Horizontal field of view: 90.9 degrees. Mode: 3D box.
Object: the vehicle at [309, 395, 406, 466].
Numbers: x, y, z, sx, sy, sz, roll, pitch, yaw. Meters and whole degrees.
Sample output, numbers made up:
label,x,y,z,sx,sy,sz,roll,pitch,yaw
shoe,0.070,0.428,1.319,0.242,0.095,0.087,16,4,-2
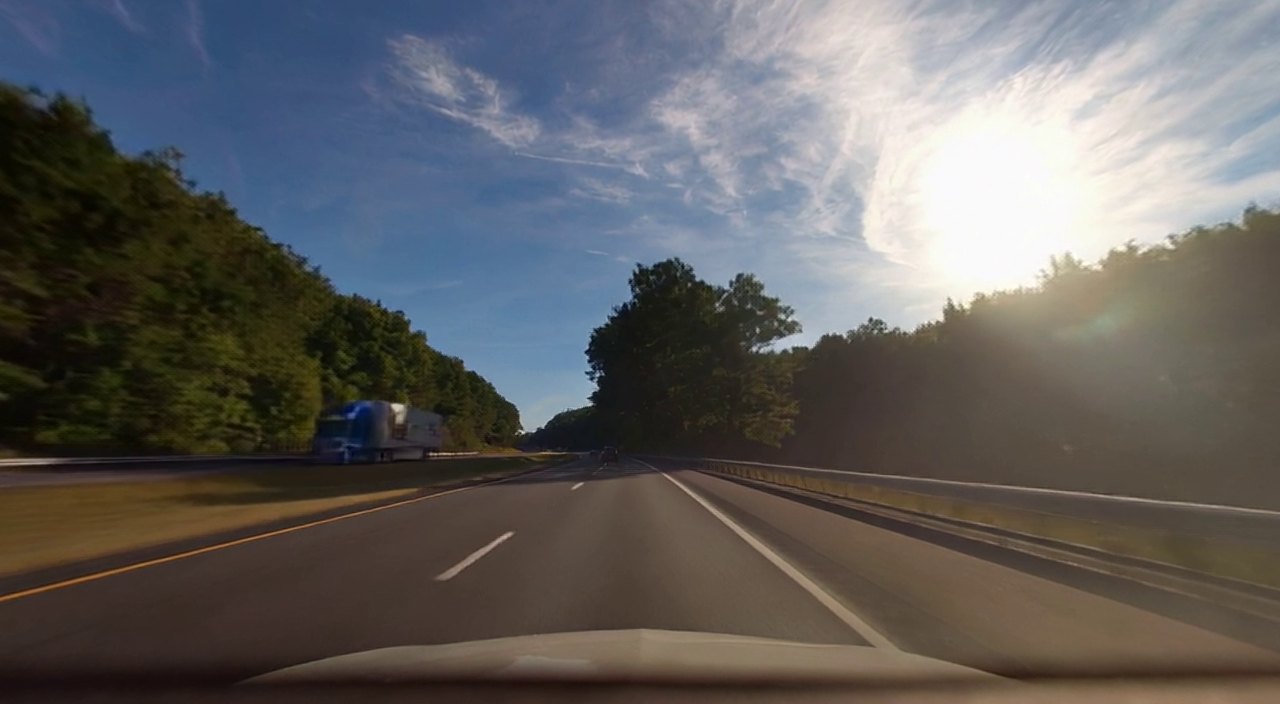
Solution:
label,x,y,z,sx,sy,sz,roll,pitch,yaw
vehicle,-17.005,4.910,38.525,2.992,3.936,6.525,0,-9,-2
